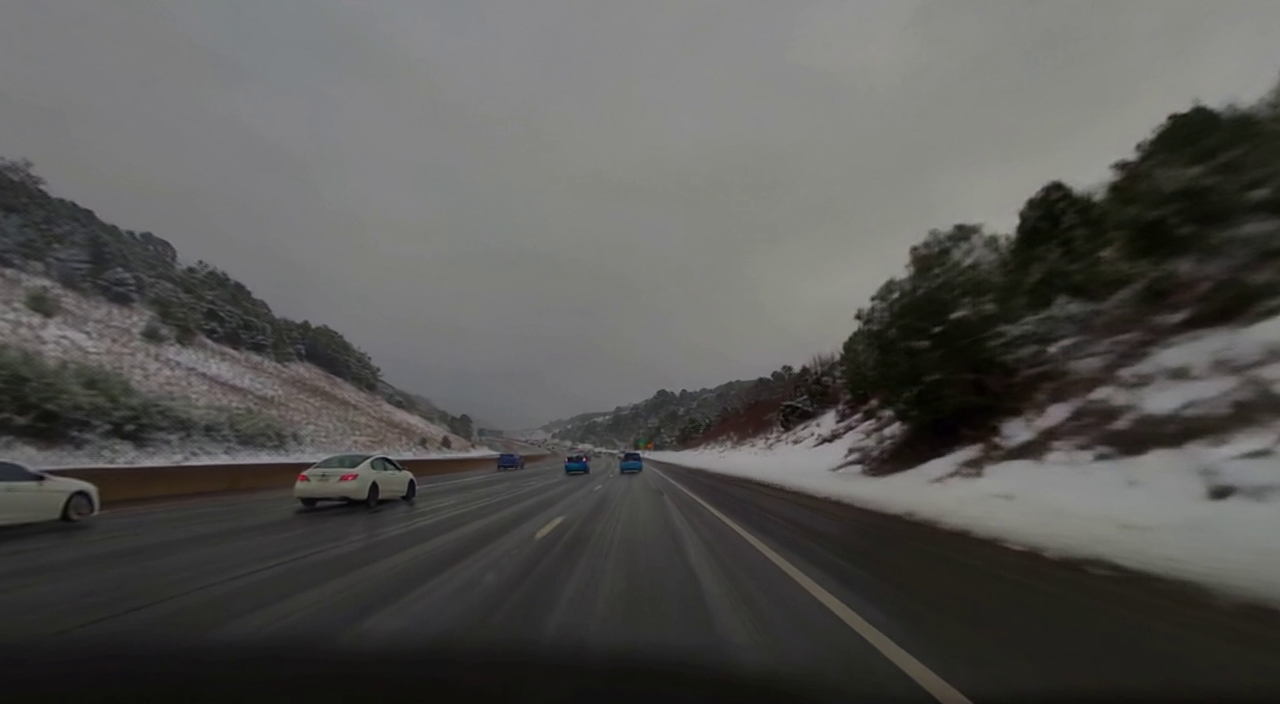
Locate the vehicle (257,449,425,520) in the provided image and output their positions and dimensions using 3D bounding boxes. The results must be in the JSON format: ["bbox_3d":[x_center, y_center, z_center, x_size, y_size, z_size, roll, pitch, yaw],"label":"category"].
[{"bbox_3d":[-7.103,3.163,15.614,1.991,1.441,4.265,0,-8,1],"label":"vehicle"}]

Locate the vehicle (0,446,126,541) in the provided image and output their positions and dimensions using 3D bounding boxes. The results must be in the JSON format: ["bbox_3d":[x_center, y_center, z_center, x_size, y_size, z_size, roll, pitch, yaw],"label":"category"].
[{"bbox_3d":[-11.190,2.240,9.916,2.048,1.501,4.898,0,-8,1],"label":"vehicle"}]

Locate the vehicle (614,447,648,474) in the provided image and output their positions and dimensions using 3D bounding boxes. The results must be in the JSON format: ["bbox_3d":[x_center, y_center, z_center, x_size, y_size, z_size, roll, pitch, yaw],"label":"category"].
[{"bbox_3d":[-0.653,7.351,42.977,2.225,1.674,4.044,0,-8,-2],"label":"vehicle"}]

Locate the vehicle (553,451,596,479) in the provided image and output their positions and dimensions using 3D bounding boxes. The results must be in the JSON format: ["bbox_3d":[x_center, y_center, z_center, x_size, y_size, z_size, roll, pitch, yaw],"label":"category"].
[{"bbox_3d":[-3.883,6.740,38.005,2.144,1.505,4.649,0,-8,-1],"label":"vehicle"}]
